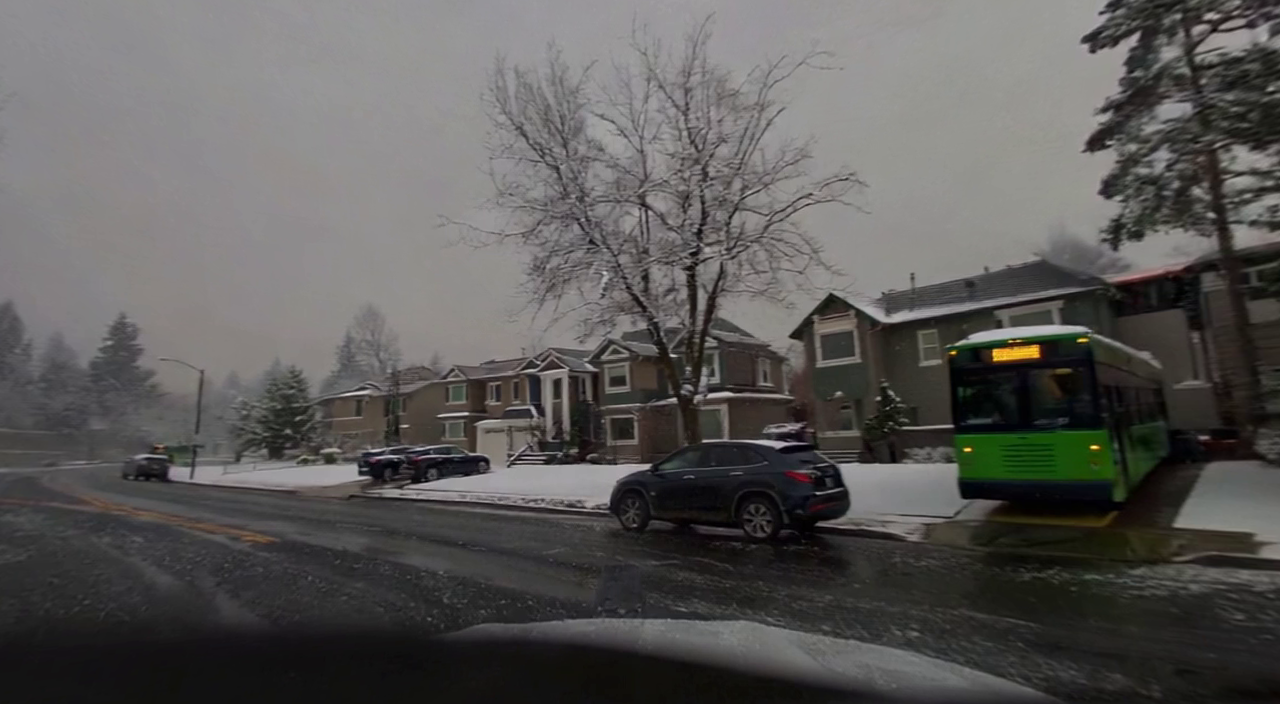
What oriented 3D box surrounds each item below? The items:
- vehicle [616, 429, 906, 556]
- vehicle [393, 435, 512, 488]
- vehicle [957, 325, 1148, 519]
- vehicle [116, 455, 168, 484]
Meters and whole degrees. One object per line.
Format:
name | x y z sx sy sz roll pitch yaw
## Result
vehicle | 1.875 2.234 10.778 4.432 1.697 1.934 -7 -11 40
vehicle | -7.723 4.476 26.345 1.920 1.873 4.431 -7 -9 39
vehicle | 8.526 1.472 12.712 2.312 2.921 6.300 -7 -11 39
vehicle | -30.747 7.196 38.947 1.984 1.601 3.994 8 -12 -43
